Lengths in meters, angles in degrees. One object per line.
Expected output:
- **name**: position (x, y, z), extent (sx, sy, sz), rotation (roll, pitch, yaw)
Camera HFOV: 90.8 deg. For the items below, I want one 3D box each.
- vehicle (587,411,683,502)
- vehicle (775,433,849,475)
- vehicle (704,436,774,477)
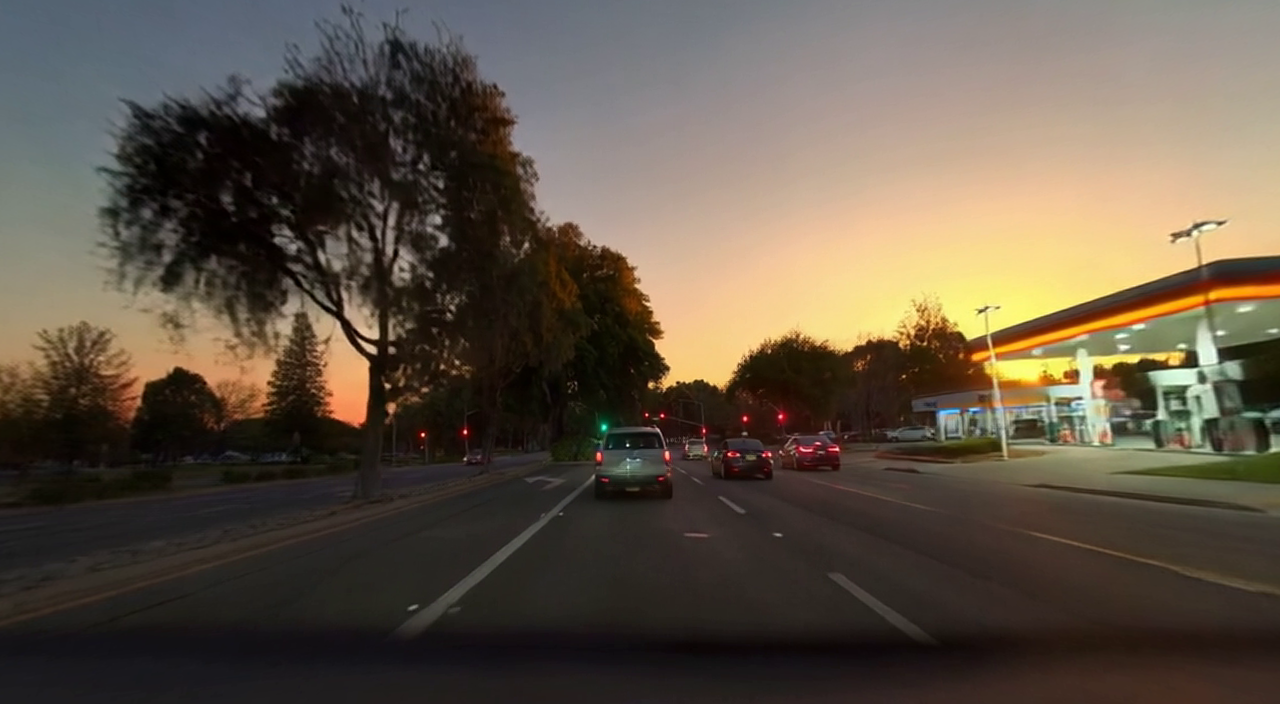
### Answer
- **vehicle**: position (-0.139, 2.588, 15.967), extent (2.038, 1.917, 4.900), rotation (0, -8, -1)
- **vehicle**: position (7.021, 4.195, 26.224), extent (1.793, 1.585, 4.130), rotation (0, -8, -1)
- **vehicle**: position (3.794, 4.095, 25.015), extent (1.940, 1.474, 4.234), rotation (0, -8, -2)
